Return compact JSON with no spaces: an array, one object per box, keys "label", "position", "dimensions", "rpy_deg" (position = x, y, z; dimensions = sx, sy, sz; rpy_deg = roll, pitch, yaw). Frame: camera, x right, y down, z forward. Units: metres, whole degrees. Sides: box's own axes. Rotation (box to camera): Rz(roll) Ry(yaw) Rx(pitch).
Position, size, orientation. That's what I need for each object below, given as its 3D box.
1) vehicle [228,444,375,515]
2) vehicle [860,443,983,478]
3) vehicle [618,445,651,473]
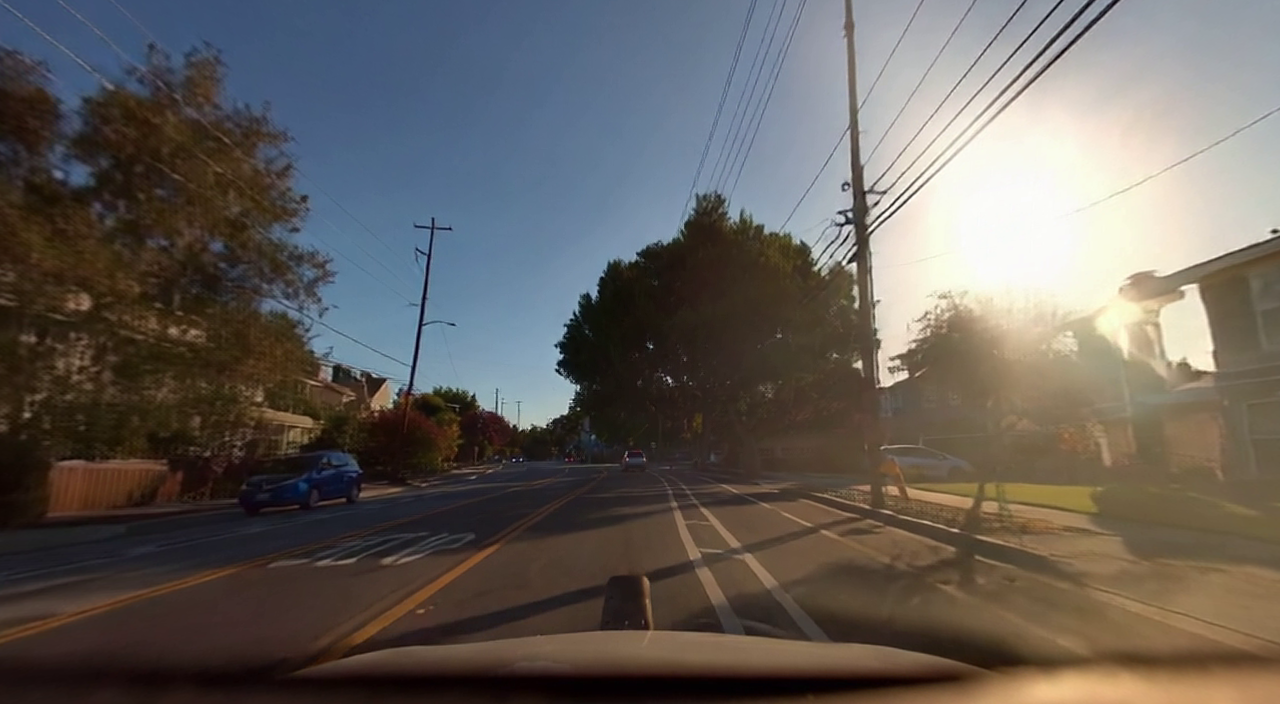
[{"label":"vehicle","position":[-11.066,4.129,21.184],"dimensions":[1.998,2.047,5.167],"rpy_deg":[0,-8,1]},{"label":"vehicle","position":[12.759,4.933,28.764],"dimensions":[4.648,1.511,1.919],"rpy_deg":[0,-8,-2]},{"label":"vehicle","position":[-0.391,7.945,47.052],"dimensions":[2.284,1.741,4.702],"rpy_deg":[2,-8,1]}]
